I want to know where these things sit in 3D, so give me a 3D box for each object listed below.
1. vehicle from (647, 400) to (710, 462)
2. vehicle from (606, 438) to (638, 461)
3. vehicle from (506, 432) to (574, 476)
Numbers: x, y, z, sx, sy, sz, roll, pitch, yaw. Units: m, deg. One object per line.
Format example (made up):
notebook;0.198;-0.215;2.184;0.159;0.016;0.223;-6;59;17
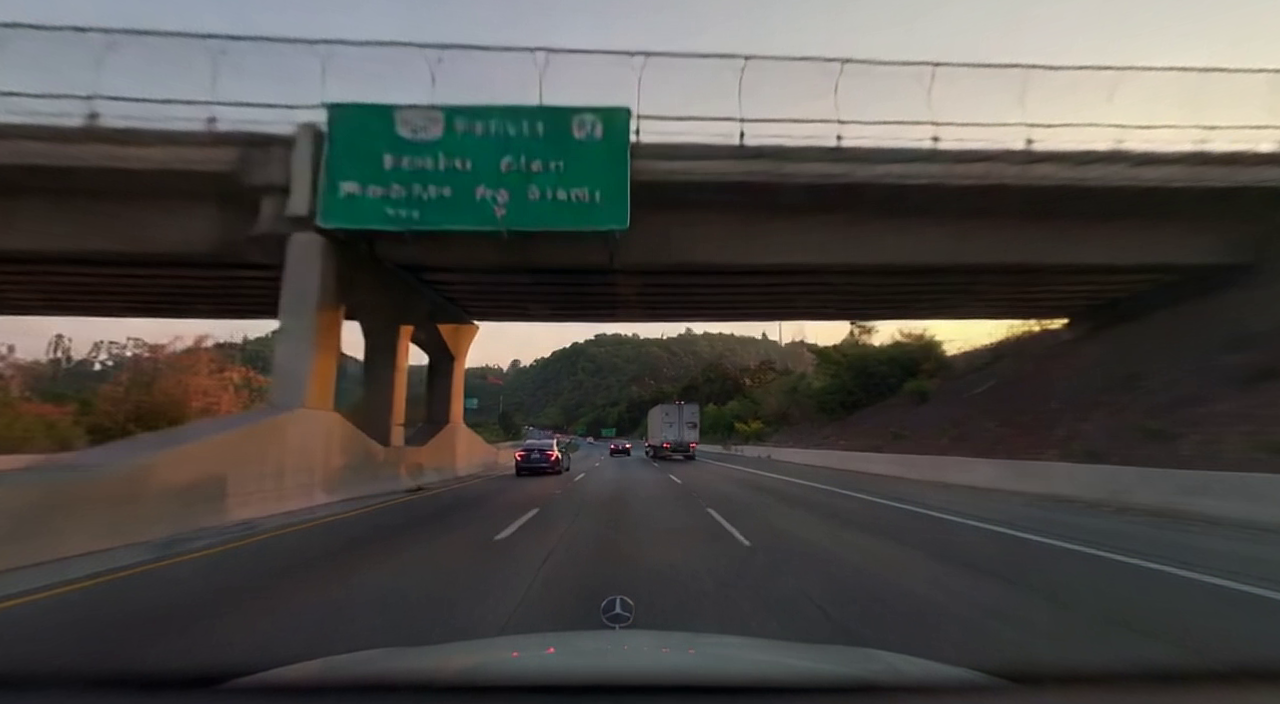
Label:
vehicle;2.588;6.167;48.356;3.301;4.034;13.722;0;-8;-3
vehicle;-1.295;6.844;44.253;2.125;1.542;3.816;0;-8;-2
vehicle;-4.326;4.491;28.050;2.377;1.747;4.703;0;-8;-1
